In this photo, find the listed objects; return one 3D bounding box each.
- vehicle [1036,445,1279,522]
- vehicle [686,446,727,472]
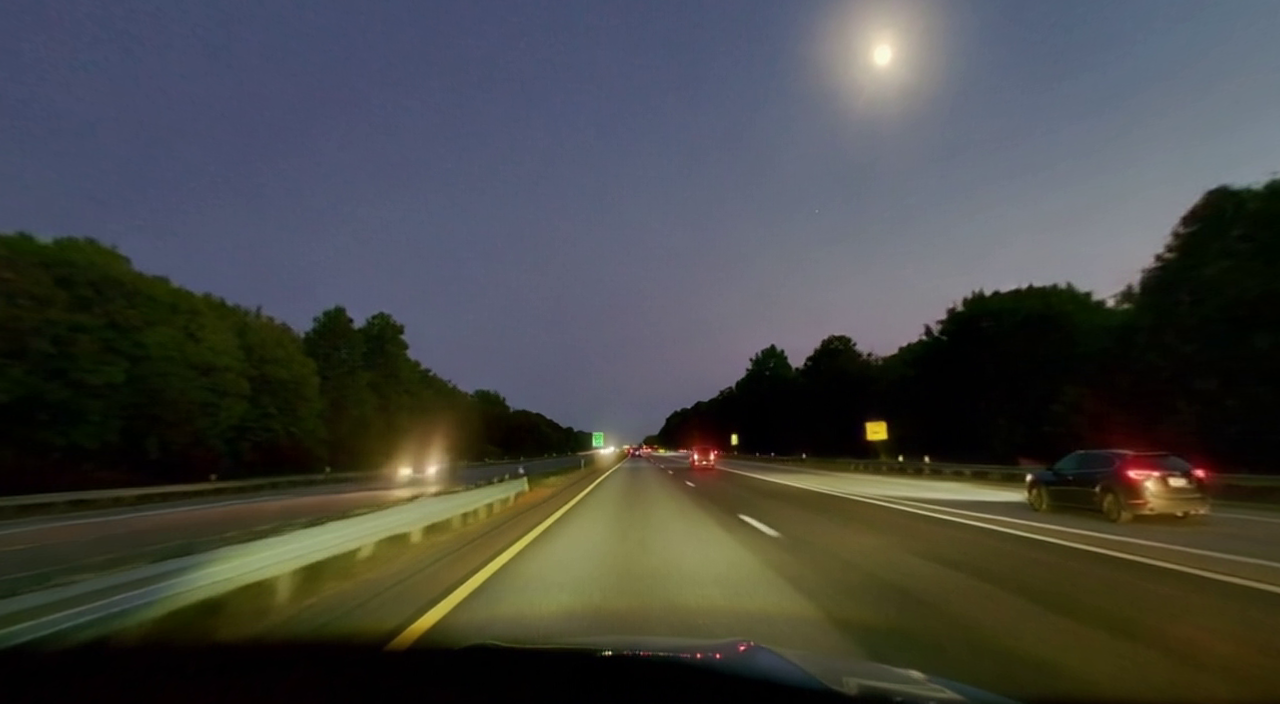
[{"bbox_3d":[10.768,2.722,13.536,1.926,1.386,3.719,0,-9,-3],"label":"vehicle"},{"bbox_3d":[4.244,6.876,40.673,2.058,1.605,4.116,0,-9,-2],"label":"vehicle"}]
